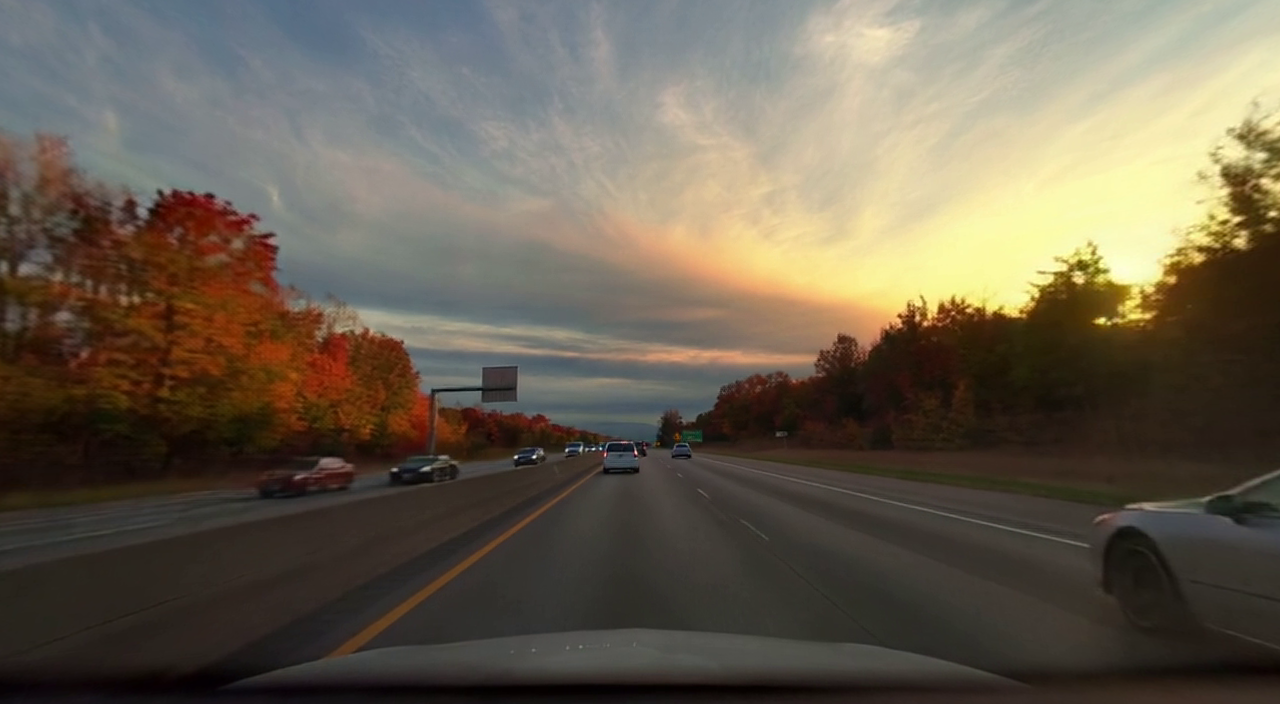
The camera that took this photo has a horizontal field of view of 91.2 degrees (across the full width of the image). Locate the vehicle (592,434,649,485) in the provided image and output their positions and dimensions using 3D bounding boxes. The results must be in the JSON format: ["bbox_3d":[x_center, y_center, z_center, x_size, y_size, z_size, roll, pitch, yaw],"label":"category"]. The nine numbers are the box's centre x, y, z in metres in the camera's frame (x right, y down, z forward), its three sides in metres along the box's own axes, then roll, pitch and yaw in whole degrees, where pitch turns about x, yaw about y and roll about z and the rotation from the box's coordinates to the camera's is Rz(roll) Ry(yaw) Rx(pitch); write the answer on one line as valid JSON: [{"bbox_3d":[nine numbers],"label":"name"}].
[{"bbox_3d":[-0.664,3.965,23.340,1.937,1.699,3.936,0,-9,0],"label":"vehicle"}]

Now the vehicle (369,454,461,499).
[{"bbox_3d":[-8.579,4.767,24.374,1.950,1.479,4.517,0,-9,0],"label":"vehicle"}]

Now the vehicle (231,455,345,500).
[{"bbox_3d":[-13.716,4.867,24.778,1.940,1.529,4.496,0,-9,0],"label":"vehicle"}]

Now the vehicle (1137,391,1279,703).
[{"bbox_3d":[3.939,0.720,1.507,1.843,1.505,4.339,0,-9,-1],"label":"vehicle"}]
